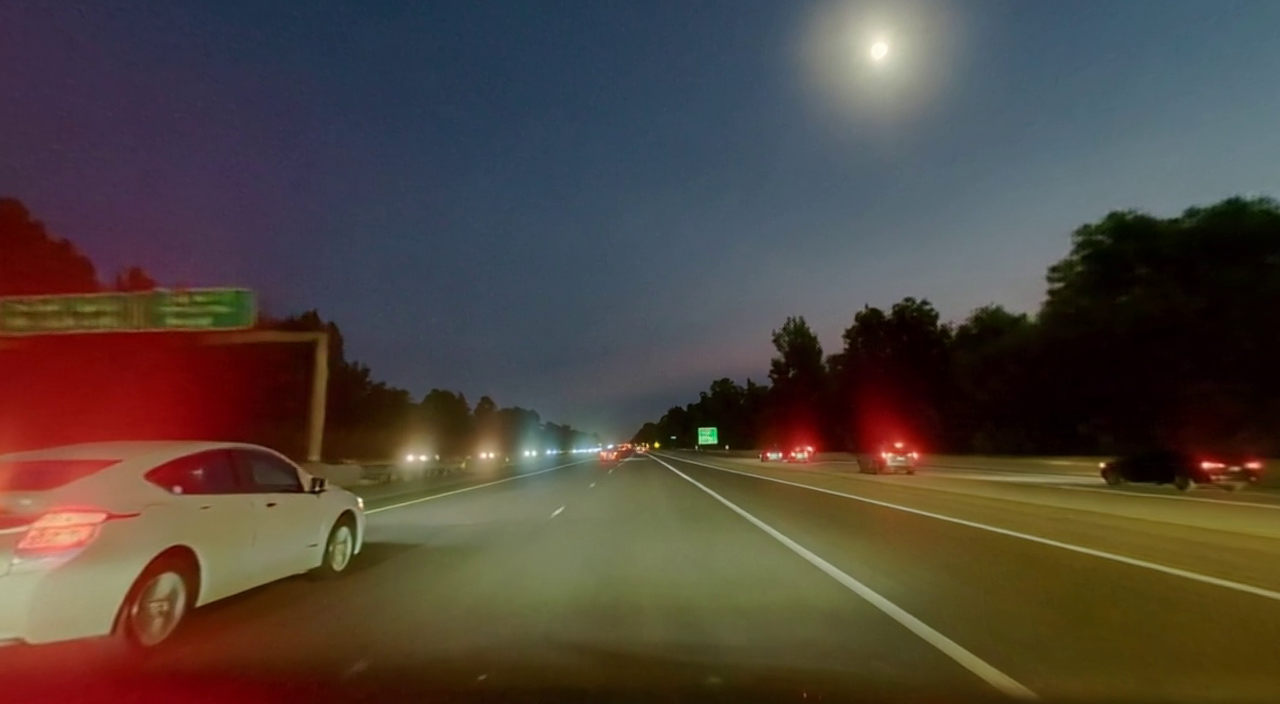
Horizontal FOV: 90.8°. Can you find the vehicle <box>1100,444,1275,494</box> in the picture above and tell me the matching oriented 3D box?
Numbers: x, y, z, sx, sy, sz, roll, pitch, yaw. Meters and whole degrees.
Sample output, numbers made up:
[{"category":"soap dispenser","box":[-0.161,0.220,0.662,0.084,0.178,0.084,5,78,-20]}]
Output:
[{"category":"vehicle","box":[21.641,4.595,25.183,1.973,1.766,4.726,4,-10,-27]}]

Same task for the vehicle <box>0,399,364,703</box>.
[{"category":"vehicle","box":[-3.977,1.288,4.621,1.988,1.585,4.215,0,-9,0]}]
